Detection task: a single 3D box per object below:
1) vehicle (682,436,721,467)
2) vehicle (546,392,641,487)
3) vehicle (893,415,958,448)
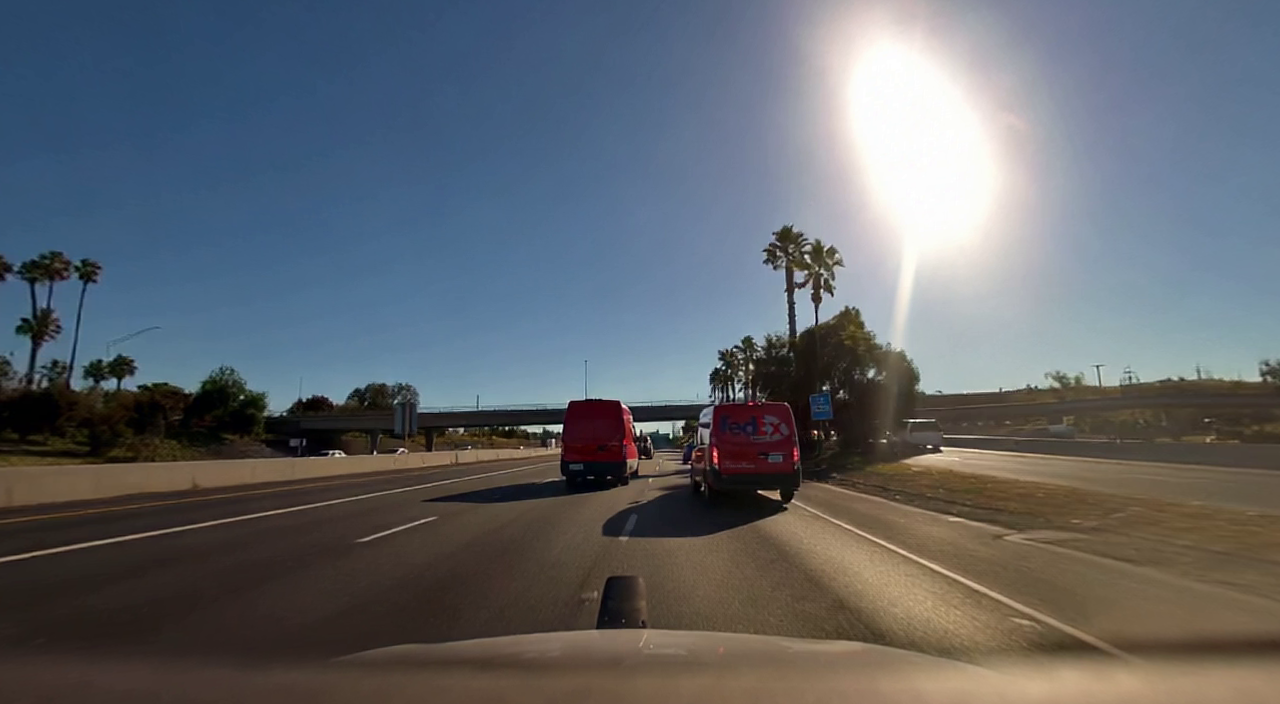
[{"bbox_3d":[3.479,5.758,36.394,1.987,1.648,3.984,0,-8,2],"label":"vehicle"},{"bbox_3d":[-1.355,2.967,21.185,2.476,2.776,5.598,-1,-8,3],"label":"vehicle"},{"bbox_3d":[20.376,5.784,45.174,2.445,2.240,5.659,-1,-8,5],"label":"vehicle"}]
